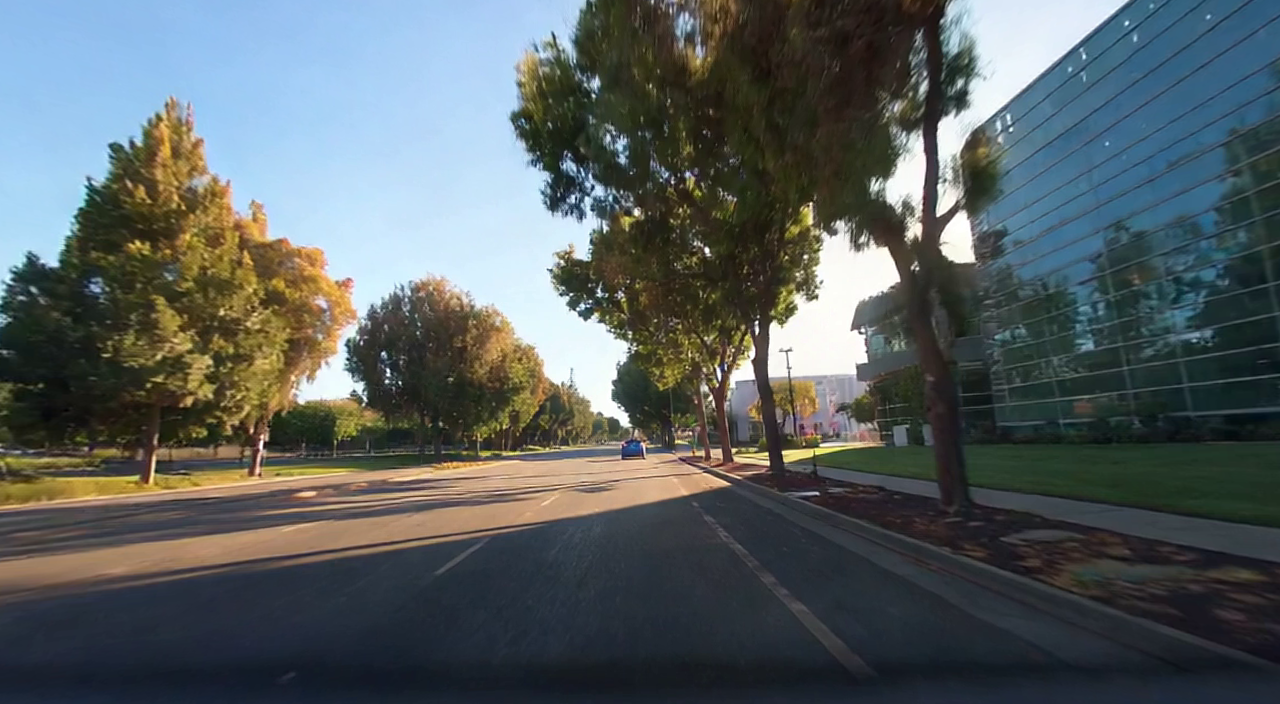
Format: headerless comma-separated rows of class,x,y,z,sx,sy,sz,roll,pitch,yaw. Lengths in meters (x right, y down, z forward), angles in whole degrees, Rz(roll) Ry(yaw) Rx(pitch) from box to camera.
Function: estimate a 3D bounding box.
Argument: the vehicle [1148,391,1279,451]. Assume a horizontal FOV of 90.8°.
vehicle,30.123,3.559,32.476,5.760,2.710,2.321,-2,-9,-2
